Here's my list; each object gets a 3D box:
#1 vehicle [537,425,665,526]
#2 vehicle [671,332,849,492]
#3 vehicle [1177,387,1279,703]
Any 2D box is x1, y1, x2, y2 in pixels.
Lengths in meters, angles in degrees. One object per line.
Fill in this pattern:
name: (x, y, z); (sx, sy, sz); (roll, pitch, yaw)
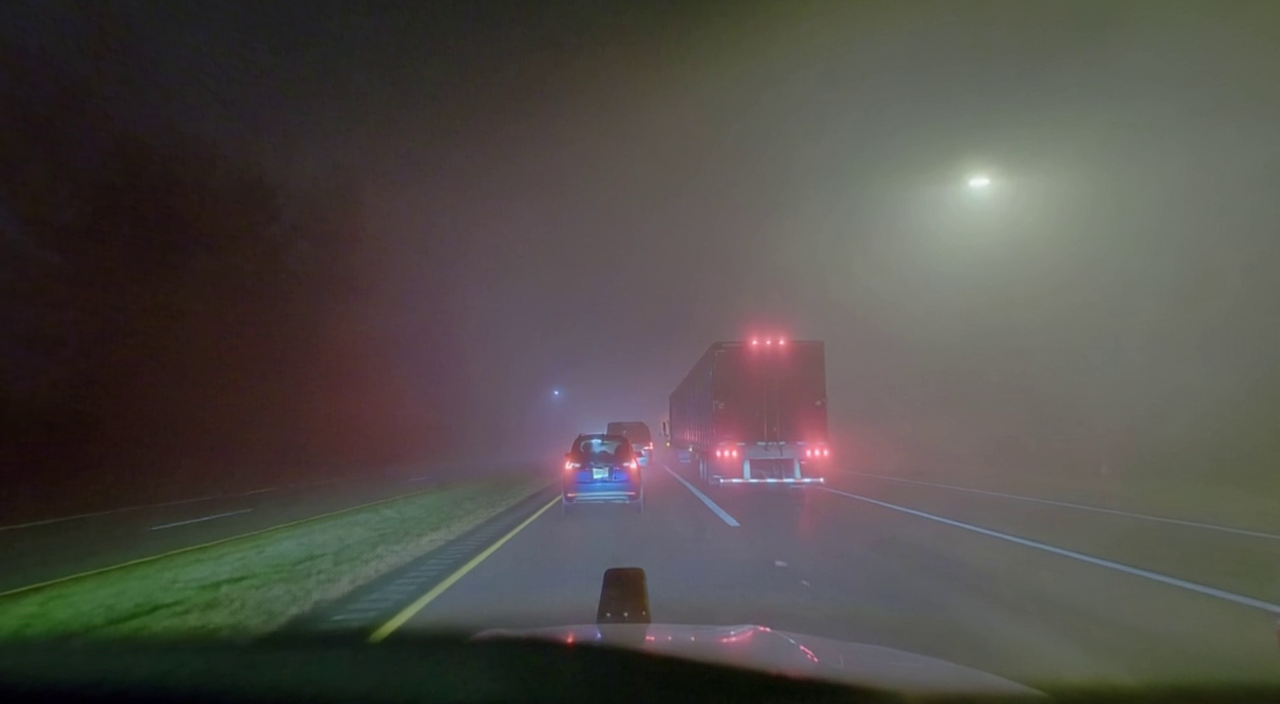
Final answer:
vehicle: (-0.634, 2.237, 11.942); (2.009, 1.554, 4.013); (0, -8, -1)
vehicle: (3.616, 2.770, 25.228); (3.591, 4.290, 16.696); (0, -8, -1)
vehicle: (3.555, 0.621, 0.586); (1.960, 1.515, 4.713); (0, -8, 0)
